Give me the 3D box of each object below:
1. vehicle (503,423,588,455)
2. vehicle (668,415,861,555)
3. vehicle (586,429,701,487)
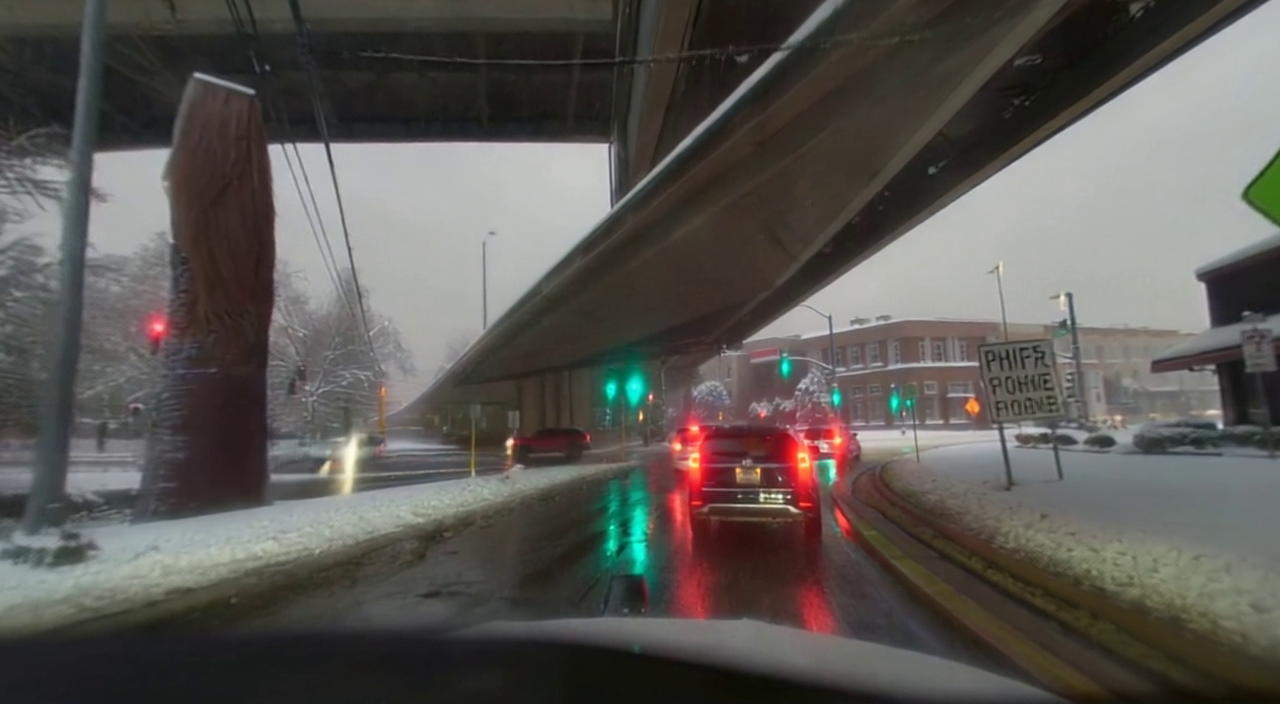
[{"bbox_3d":[-5.893,5.469,39.389,4.827,1.885,2.008,-2,-9,13],"label":"vehicle"},{"bbox_3d":[1.868,1.859,9.573,2.195,1.571,4.353,-2,-9,12],"label":"vehicle"},{"bbox_3d":[0.283,3.203,19.357,2.214,1.519,4.704,-3,-9,17],"label":"vehicle"}]
